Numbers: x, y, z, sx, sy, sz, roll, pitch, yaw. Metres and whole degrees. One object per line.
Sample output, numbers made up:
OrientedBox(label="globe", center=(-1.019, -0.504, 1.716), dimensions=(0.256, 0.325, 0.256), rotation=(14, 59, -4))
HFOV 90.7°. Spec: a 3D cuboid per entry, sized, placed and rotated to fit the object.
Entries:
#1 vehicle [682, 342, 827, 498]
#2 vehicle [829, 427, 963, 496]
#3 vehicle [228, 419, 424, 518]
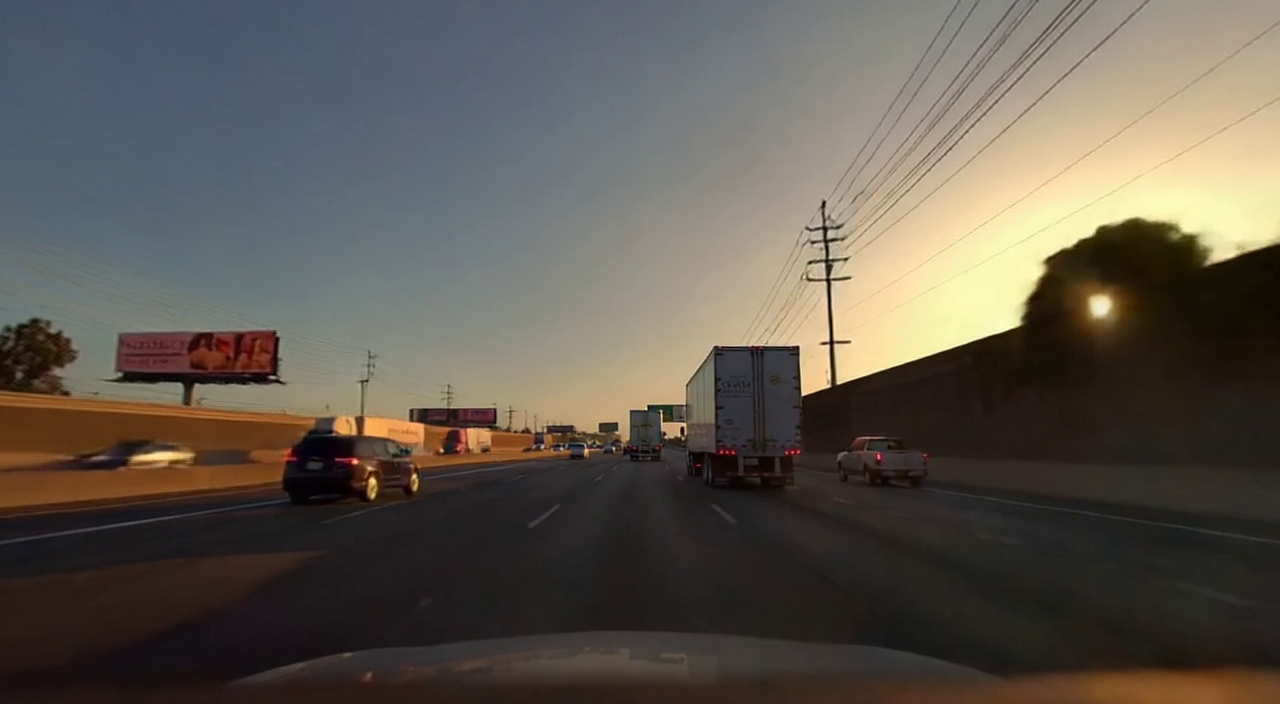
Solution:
OrientedBox(label="vehicle", center=(3.591, 3.048, 25.241), dimensions=(2.892, 4.152, 16.575), rotation=(0, -9, 1))
OrientedBox(label="vehicle", center=(7.630, 3.308, 19.472), dimensions=(2.115, 1.844, 4.522), rotation=(0, -9, -1))
OrientedBox(label="vehicle", center=(-6.773, 2.577, 14.410), dimensions=(2.004, 1.846, 4.739), rotation=(0, -9, 0))
